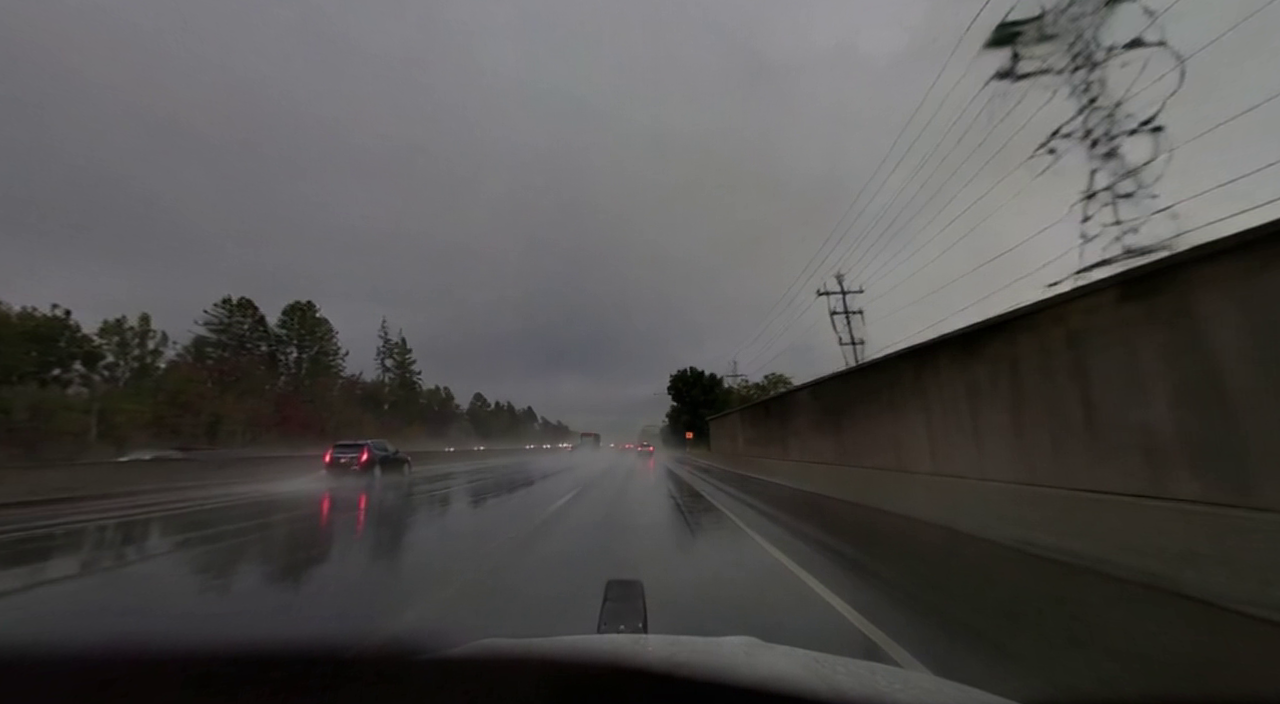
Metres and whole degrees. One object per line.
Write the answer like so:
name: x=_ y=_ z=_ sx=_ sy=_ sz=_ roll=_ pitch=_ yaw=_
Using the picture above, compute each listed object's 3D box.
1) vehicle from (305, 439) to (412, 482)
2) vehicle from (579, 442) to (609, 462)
vehicle: x=-10.820 y=4.188 z=24.561 sx=1.955 sy=1.496 sz=4.732 roll=0 pitch=-8 yaw=1
vehicle: x=-3.549 y=7.820 z=49.321 sx=2.046 sy=1.478 sz=4.111 roll=0 pitch=-8 yaw=0
